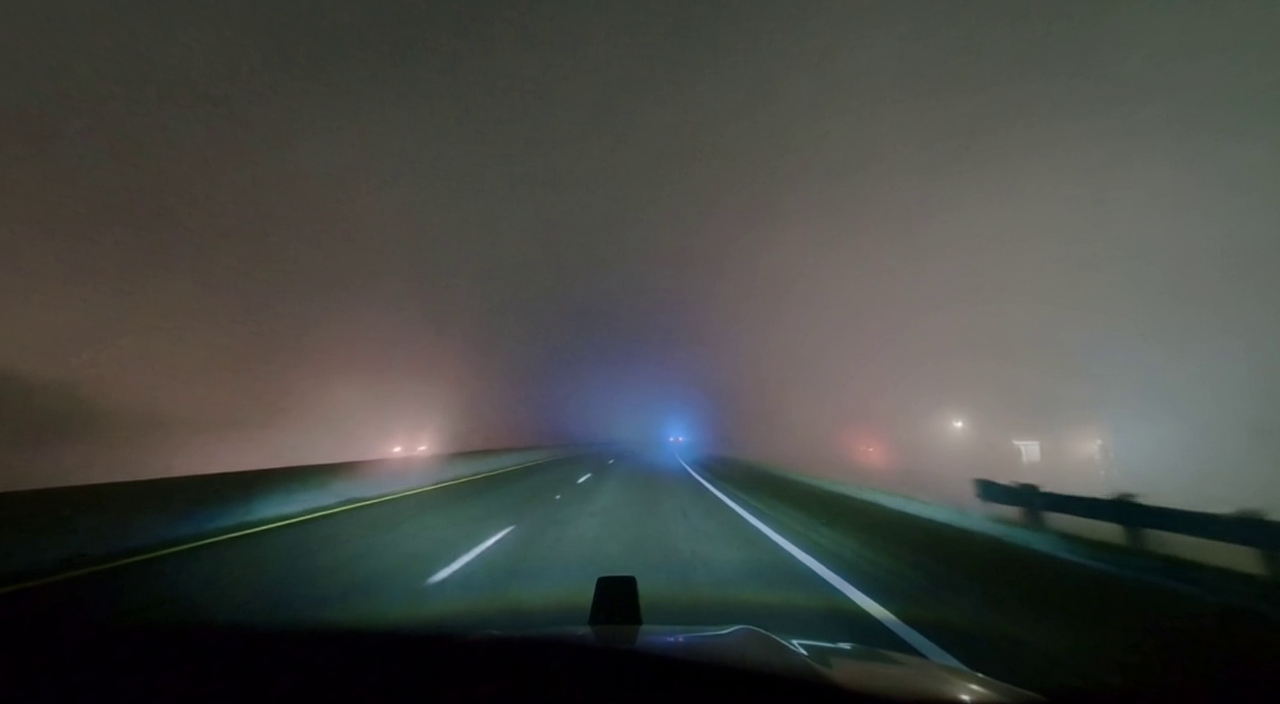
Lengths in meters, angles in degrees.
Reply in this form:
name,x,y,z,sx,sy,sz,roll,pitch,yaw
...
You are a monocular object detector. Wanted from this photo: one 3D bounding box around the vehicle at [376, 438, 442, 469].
name,x,y,z,sx,sy,sz,roll,pitch,yaw
vehicle,-12.197,5.372,33.514,1.814,1.536,4.239,0,-8,2
